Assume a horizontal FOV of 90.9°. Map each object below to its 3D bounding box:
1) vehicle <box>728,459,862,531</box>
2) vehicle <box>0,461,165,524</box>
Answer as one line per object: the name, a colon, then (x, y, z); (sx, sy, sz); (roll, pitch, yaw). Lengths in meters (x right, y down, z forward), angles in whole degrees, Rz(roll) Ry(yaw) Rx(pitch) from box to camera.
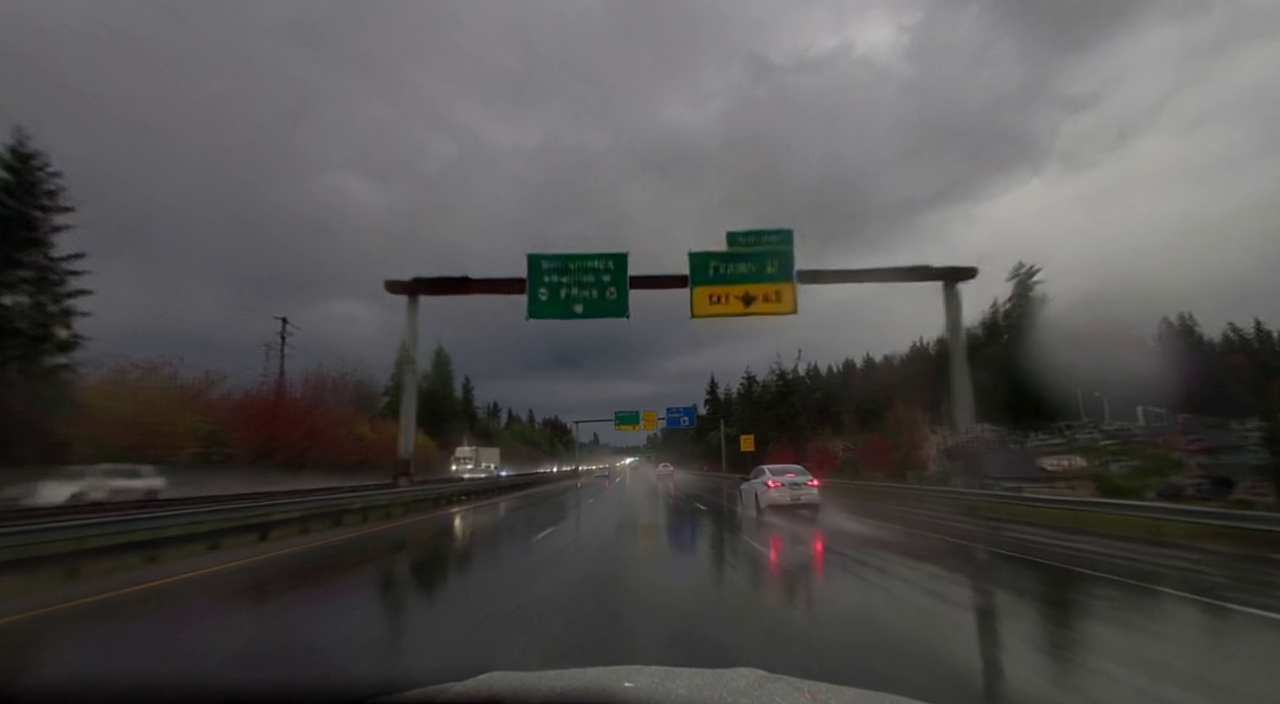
vehicle: (3.577, 3.431, 15.548); (2.051, 1.472, 4.547); (1, -10, -2)
vehicle: (-15.591, 3.762, 17.286); (1.904, 1.477, 4.095); (1, -10, 0)
